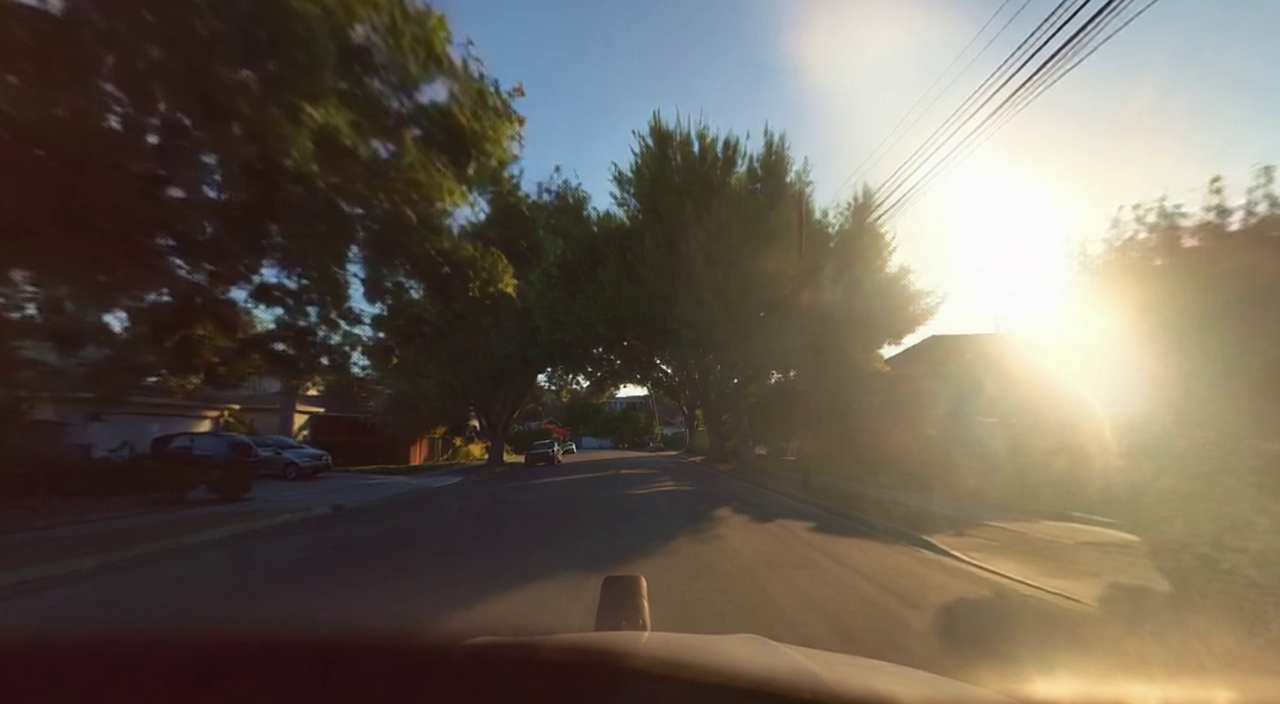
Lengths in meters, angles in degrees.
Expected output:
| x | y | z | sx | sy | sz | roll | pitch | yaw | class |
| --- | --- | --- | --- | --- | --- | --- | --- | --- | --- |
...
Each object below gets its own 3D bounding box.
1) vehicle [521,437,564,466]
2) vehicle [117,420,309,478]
| x | y | z | sx | sy | sz | roll | pitch | yaw | class |
| --- | --- | --- | --- | --- | --- | --- | --- | --- | --- |
| -6.133 | 6.308 | 39.947 | 1.998 | 1.742 | 4.210 | 0 | -8 | 1 | vehicle |
| -14.478 | 3.333 | 21.585 | 4.928 | 1.844 | 2.163 | 1 | -8 | -3 | vehicle |
